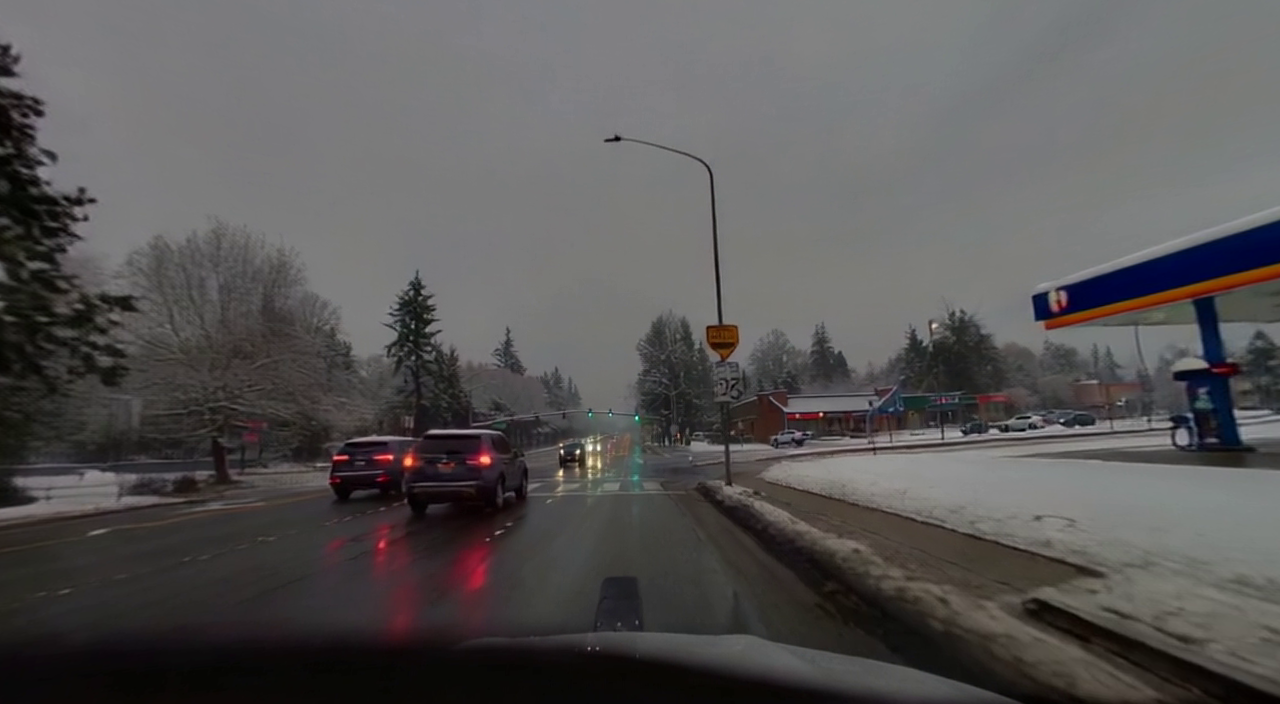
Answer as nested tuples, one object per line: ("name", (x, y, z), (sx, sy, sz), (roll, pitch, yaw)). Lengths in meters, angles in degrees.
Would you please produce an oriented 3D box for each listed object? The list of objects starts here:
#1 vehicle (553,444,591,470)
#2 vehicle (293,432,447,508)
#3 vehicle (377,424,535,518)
("vehicle", (-4.436, 6.932, 41.673), (2.060, 1.580, 3.980), (0, -9, 1))
("vehicle", (-7.127, 3.170, 17.302), (2.102, 1.774, 4.662), (0, -9, 0))
("vehicle", (-4.011, 2.710, 14.715), (2.306, 1.815, 4.476), (0, -9, 0))
